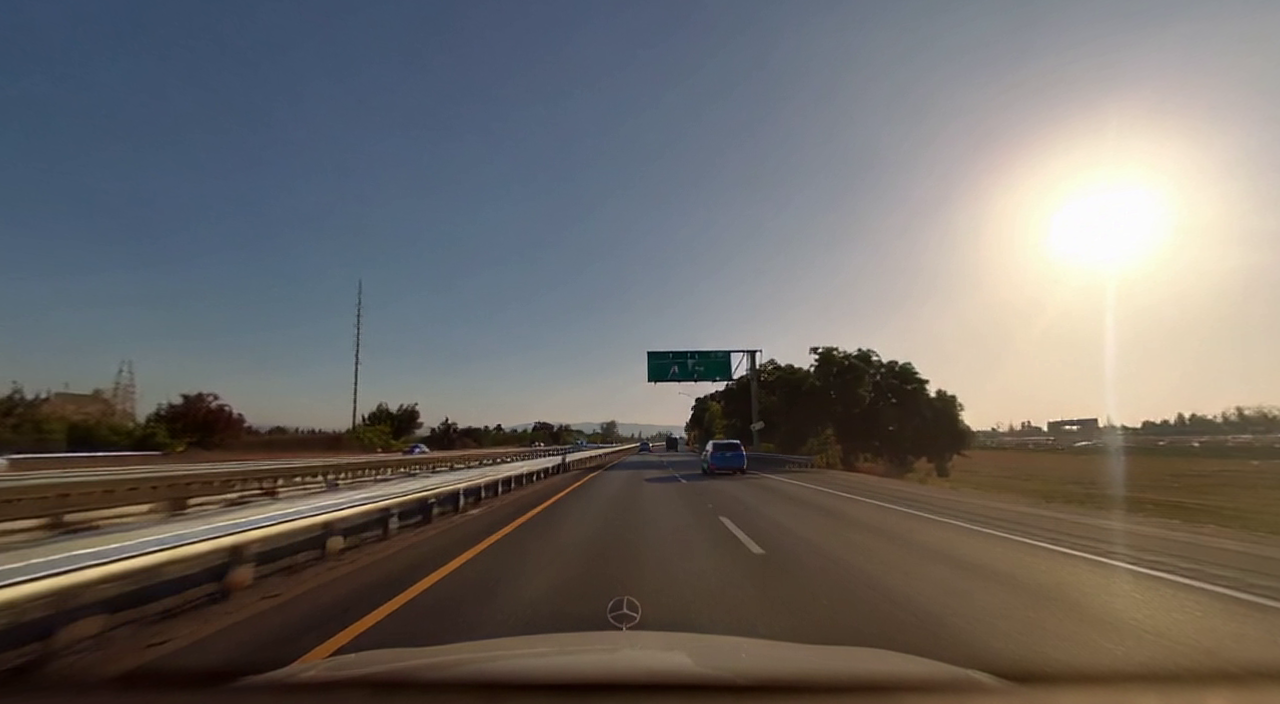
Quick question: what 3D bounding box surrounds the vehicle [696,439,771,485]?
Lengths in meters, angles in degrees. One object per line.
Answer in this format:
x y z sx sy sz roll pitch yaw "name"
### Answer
3.343 4.037 23.372 2.044 1.527 4.658 0 -8 -1 "vehicle"
